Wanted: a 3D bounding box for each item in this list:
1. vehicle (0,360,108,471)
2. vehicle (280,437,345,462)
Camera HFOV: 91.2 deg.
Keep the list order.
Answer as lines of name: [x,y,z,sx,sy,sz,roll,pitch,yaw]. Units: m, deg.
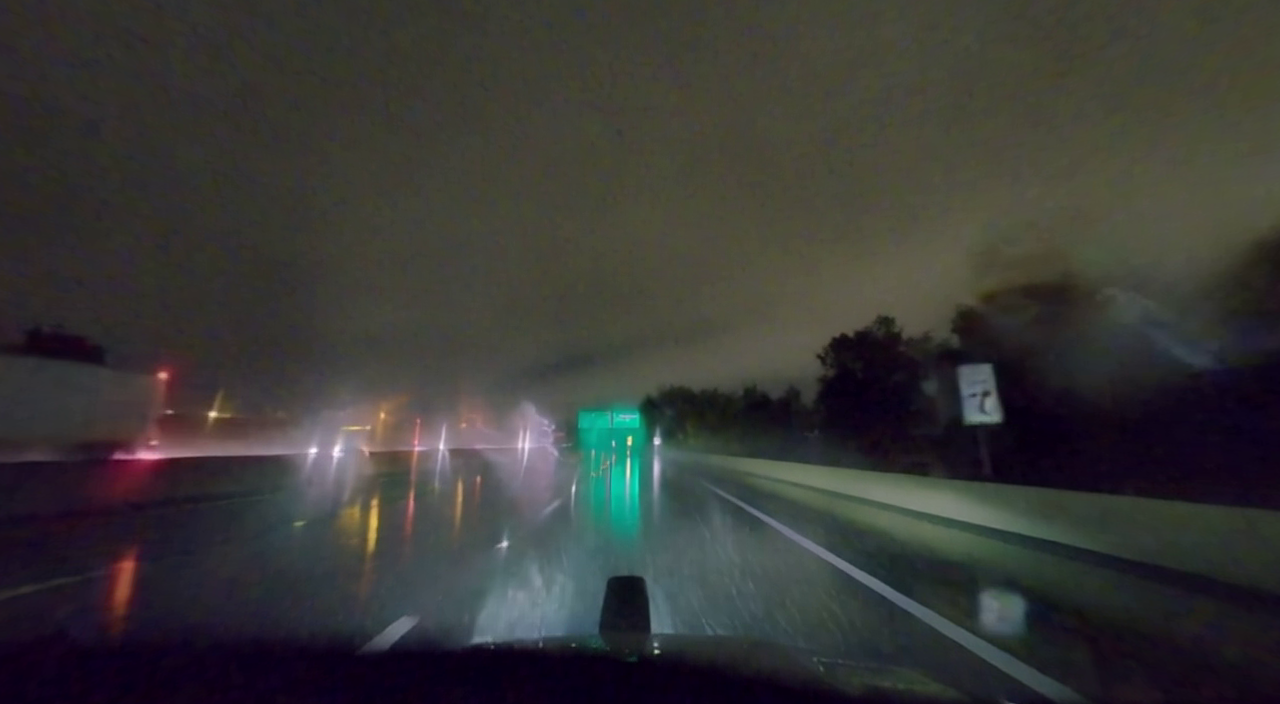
vehicle: [-25.188,1.974,20.850,2.903,4.069,13.982,0,-9,-1]
vehicle: [-21.321,6.355,41.083,1.829,1.517,4.576,0,-9,-1]
